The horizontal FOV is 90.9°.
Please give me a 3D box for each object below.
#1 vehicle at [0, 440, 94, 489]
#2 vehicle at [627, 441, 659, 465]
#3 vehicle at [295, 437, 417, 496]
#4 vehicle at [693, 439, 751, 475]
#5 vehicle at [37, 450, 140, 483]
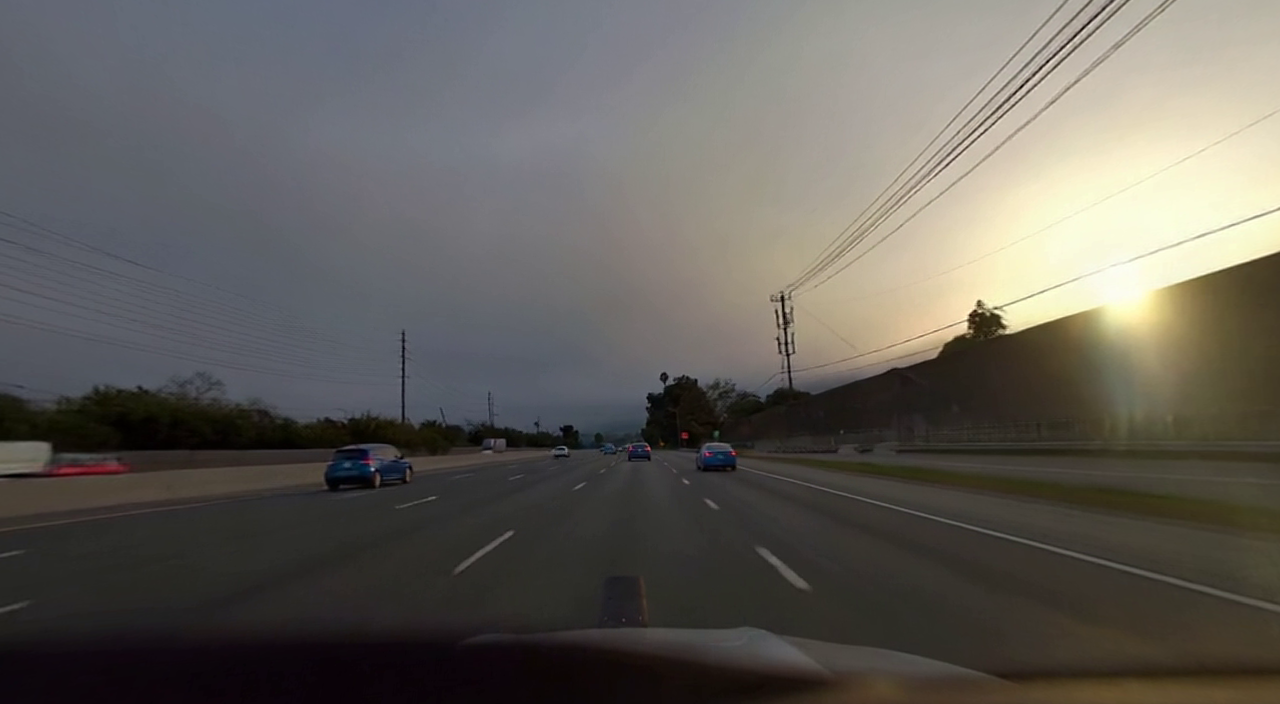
[{"bbox_3d":[-41.492,7.293,41.178,3.309,2.970,9.091,0,-8,2],"label":"vehicle"},{"bbox_3d":[0.213,6.710,41.970,2.036,1.474,3.969,0,-8,0],"label":"vehicle"},{"bbox_3d":[-10.364,4.201,23.545,2.241,1.810,4.966,-4,-8,1],"label":"vehicle"},{"bbox_3d":[3.730,4.884,29.494,2.060,1.526,4.387,0,-8,-1],"label":"vehicle"},{"bbox_3d":[-33.662,6.967,38.689,2.025,1.792,4.533,-1,-8,3],"label":"vehicle"}]
